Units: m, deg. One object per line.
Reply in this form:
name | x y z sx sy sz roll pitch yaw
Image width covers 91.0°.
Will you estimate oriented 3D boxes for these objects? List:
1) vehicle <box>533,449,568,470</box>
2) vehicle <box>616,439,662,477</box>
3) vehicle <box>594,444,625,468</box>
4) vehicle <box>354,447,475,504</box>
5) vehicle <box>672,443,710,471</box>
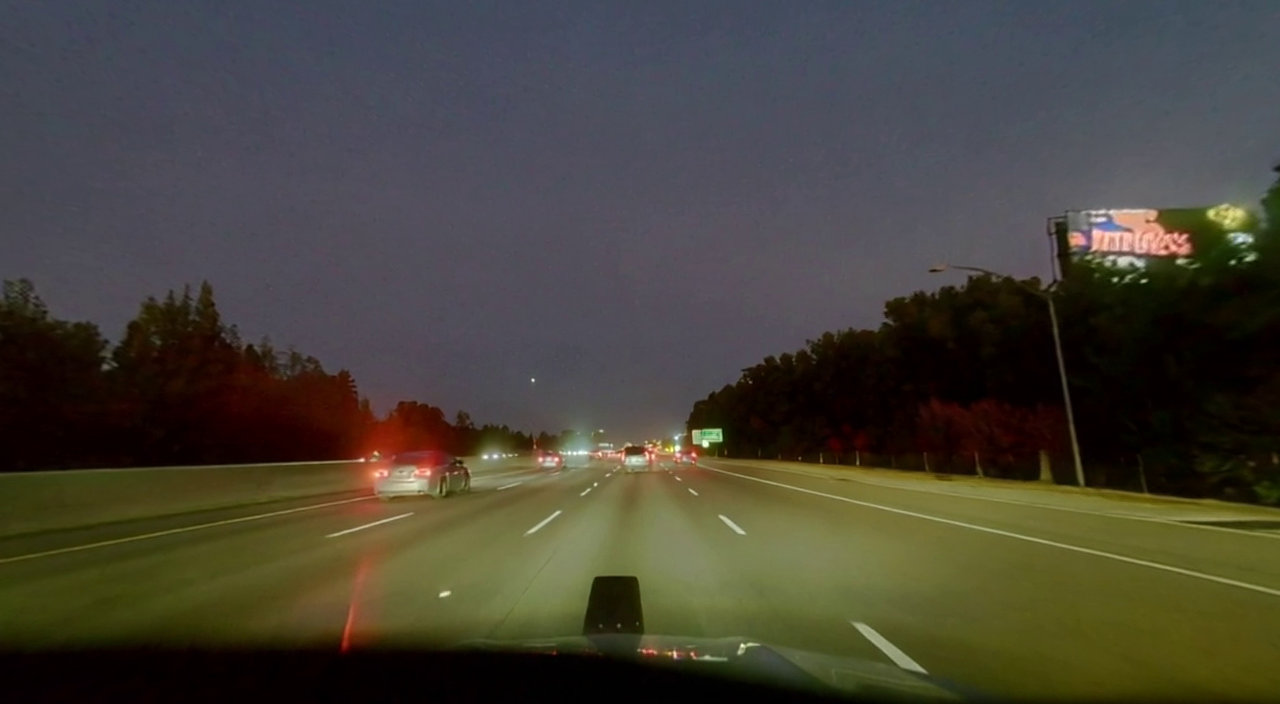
vehicle | -6.570 7.943 46.823 1.892 1.468 4.792 0 -9 0
vehicle | -0.064 5.268 31.601 2.127 1.749 4.776 0 -9 0
vehicle | -2.370 7.967 48.280 2.223 1.722 4.177 1 -9 -4
vehicle | -6.624 3.641 19.149 1.918 1.509 4.736 0 -9 0
vehicle | 3.201 6.689 40.365 1.925 1.716 4.378 0 -9 -2
